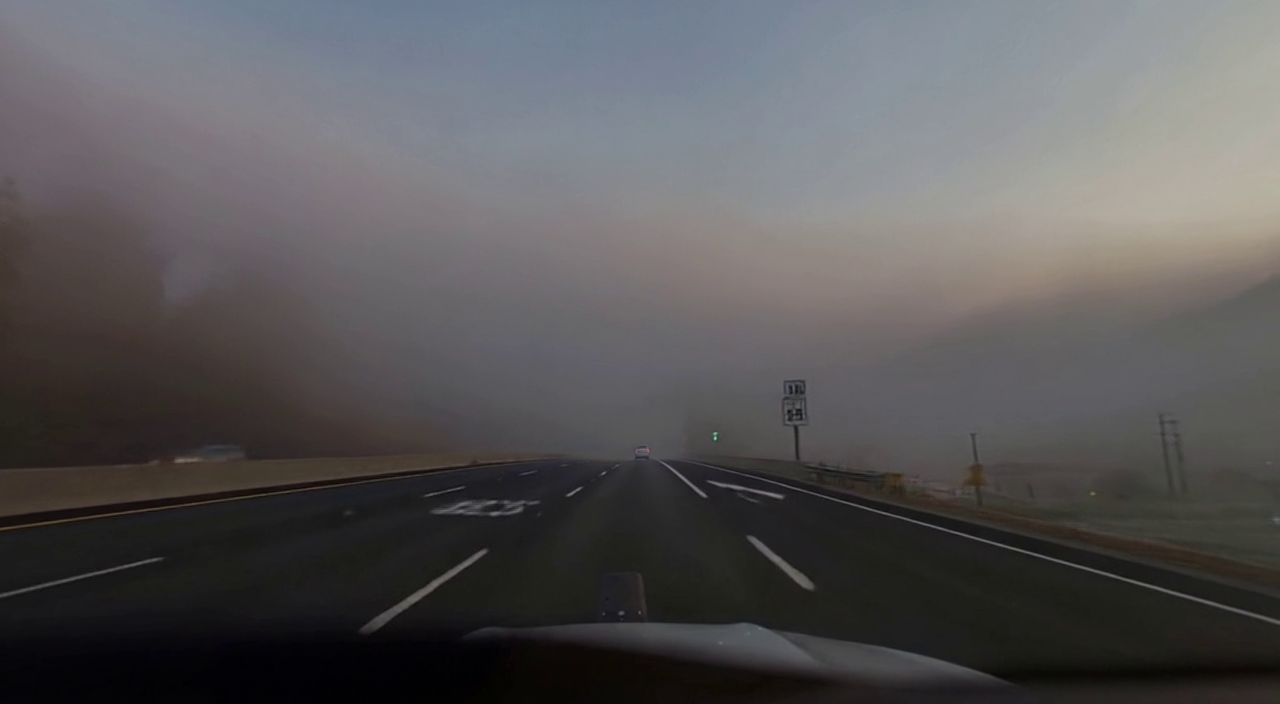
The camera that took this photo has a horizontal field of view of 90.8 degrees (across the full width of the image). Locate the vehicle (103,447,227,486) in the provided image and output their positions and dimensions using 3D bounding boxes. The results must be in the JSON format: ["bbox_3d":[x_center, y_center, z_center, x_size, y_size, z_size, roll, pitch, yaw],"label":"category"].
[{"bbox_3d":[-21.119,5.077,28.394,1.887,1.569,4.664,0,-9,1],"label":"vehicle"}]
